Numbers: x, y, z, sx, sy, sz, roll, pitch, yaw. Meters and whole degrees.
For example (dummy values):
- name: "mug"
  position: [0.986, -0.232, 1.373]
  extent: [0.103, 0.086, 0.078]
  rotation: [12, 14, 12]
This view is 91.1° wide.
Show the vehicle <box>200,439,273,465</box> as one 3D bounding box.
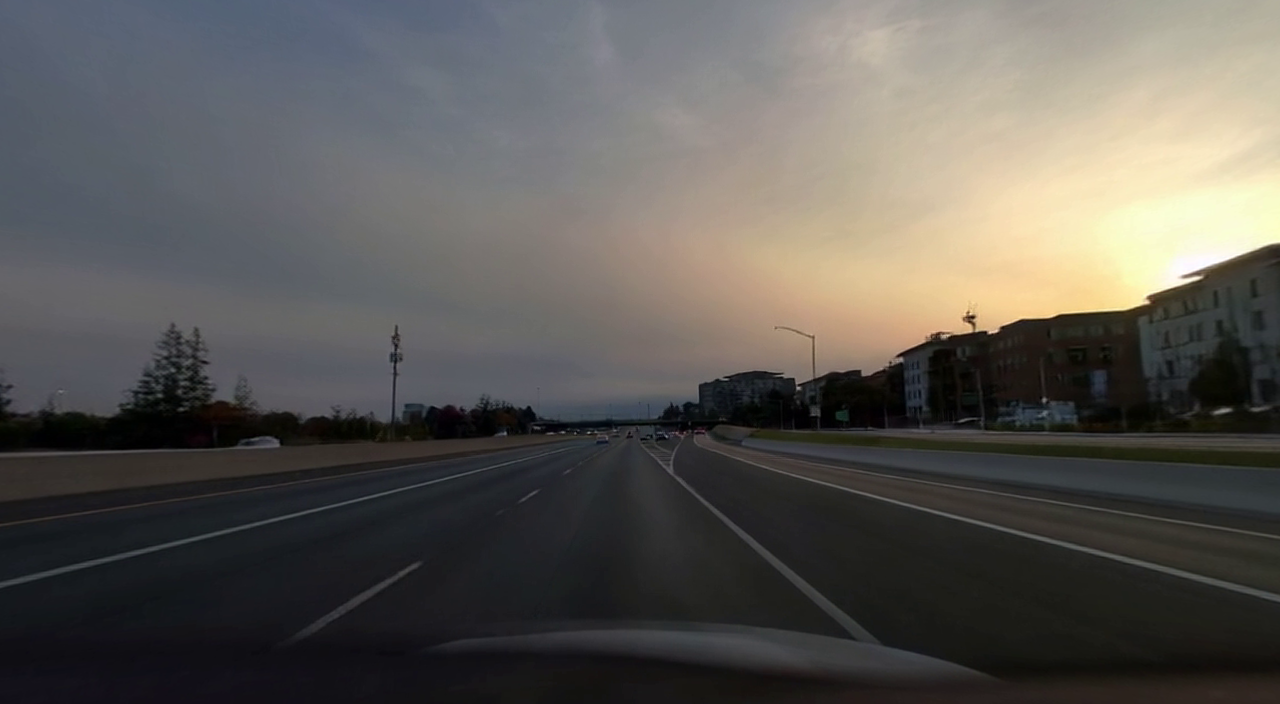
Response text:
- name: "vehicle"
  position: [-24.909, 6.180, 38.989]
  extent: [1.840, 1.491, 4.012]
  rotation: [0, -8, 0]
